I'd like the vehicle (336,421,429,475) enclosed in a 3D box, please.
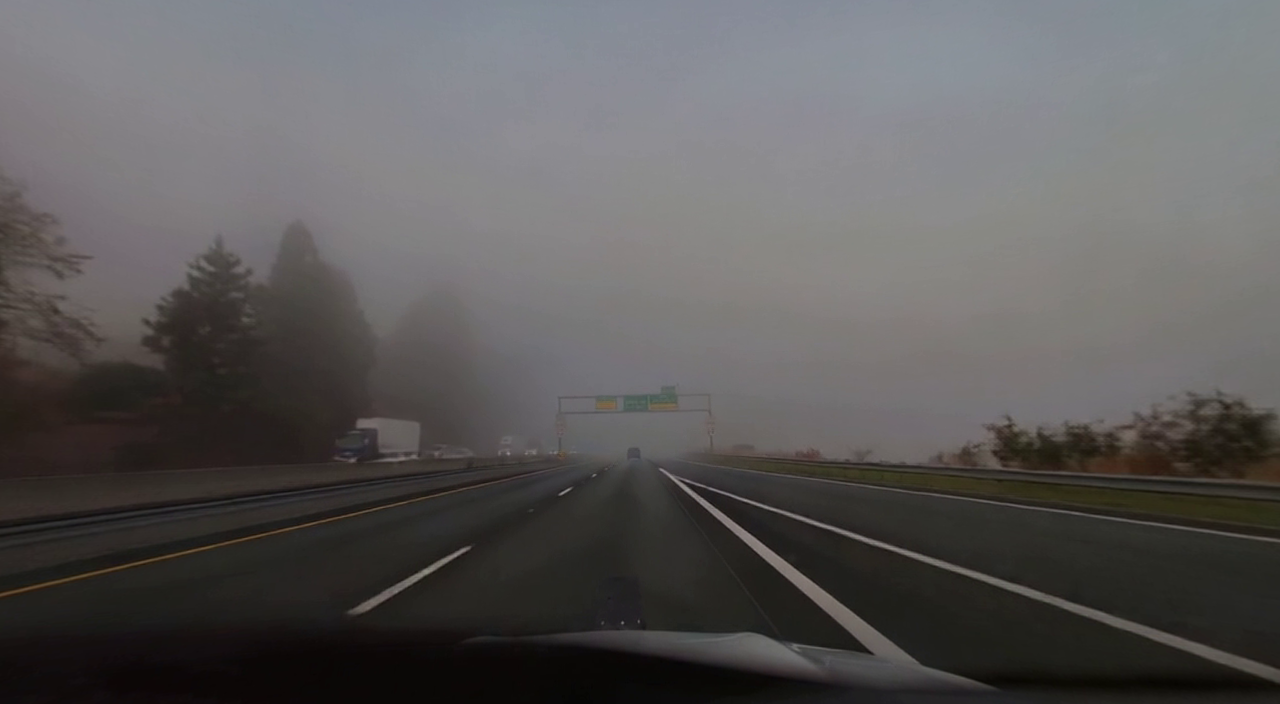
[{"bbox_3d":[-19.644,7.474,49.038,3.133,3.697,10.453,0,-9,-2],"label":"vehicle"}]
